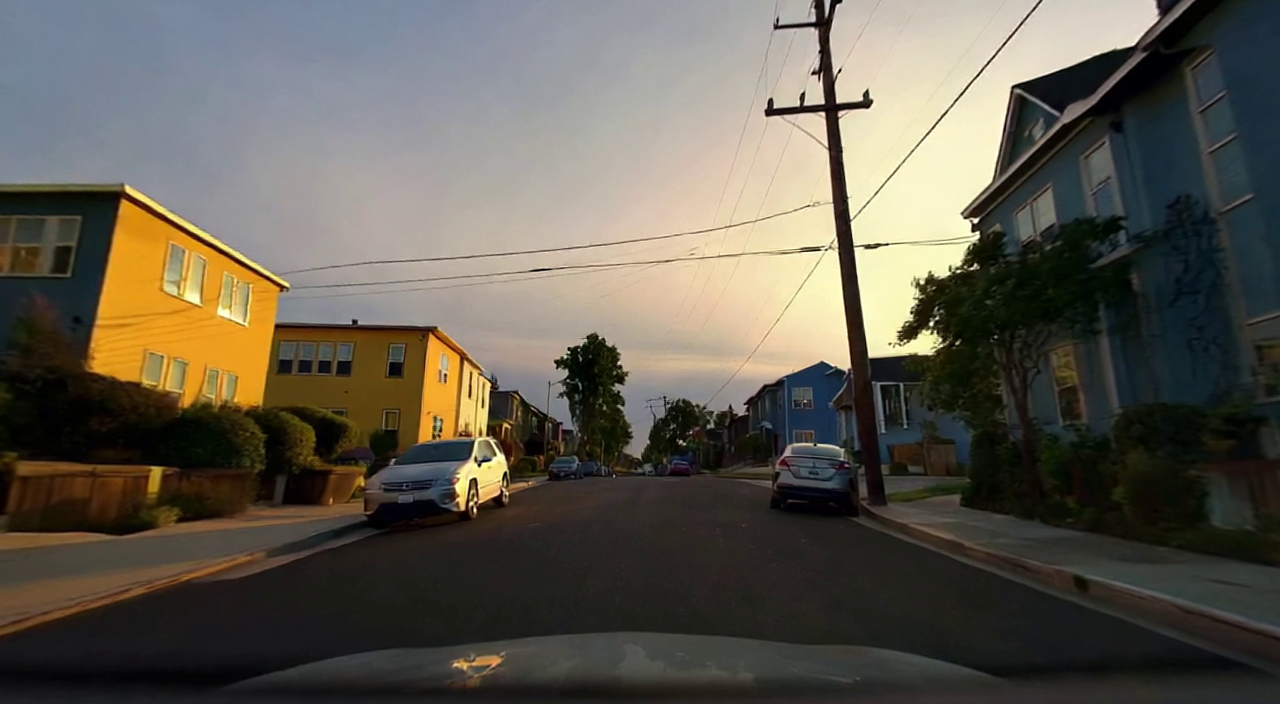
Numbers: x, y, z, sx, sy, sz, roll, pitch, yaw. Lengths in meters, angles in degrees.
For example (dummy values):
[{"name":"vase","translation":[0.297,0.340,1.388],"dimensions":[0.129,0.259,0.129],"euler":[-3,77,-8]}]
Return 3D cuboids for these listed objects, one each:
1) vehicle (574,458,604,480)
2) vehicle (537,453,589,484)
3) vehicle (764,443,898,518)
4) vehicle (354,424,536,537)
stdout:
[{"name":"vehicle","translation":[-3.835,8.879,48.074],"dimensions":[2.020,1.470,5.300],"euler":[0,-9,-3]},{"name":"vehicle","translation":[-4.003,6.141,33.390],"dimensions":[2.080,1.471,4.638],"euler":[1,-10,1]},{"name":"vehicle","translation":[4.875,3.035,15.574],"dimensions":[2.139,1.533,4.676],"euler":[-5,-10,29]},{"name":"vehicle","translation":[-3.983,2.629,14.201],"dimensions":[2.131,1.851,5.650],"euler":[0,-5,2]}]
